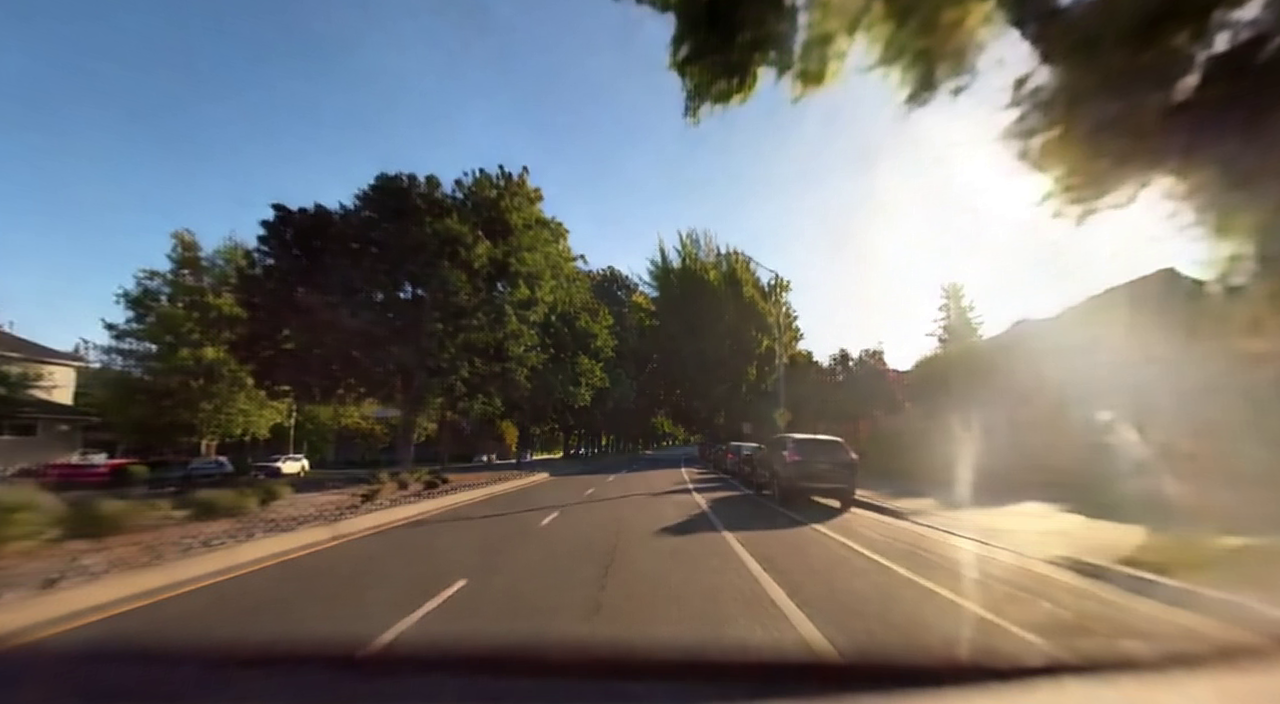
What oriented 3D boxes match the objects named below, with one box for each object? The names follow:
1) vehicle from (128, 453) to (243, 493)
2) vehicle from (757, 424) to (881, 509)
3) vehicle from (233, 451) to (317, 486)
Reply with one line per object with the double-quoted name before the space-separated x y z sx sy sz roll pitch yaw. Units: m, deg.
"vehicle" -23.273 6.198 32.636 2.120 1.824 4.908 -1 -9 3
"vehicle" 4.099 2.700 15.283 2.013 1.710 4.403 -1 -9 4
"vehicle" -22.572 7.201 39.317 2.171 1.745 4.867 -2 -7 3
